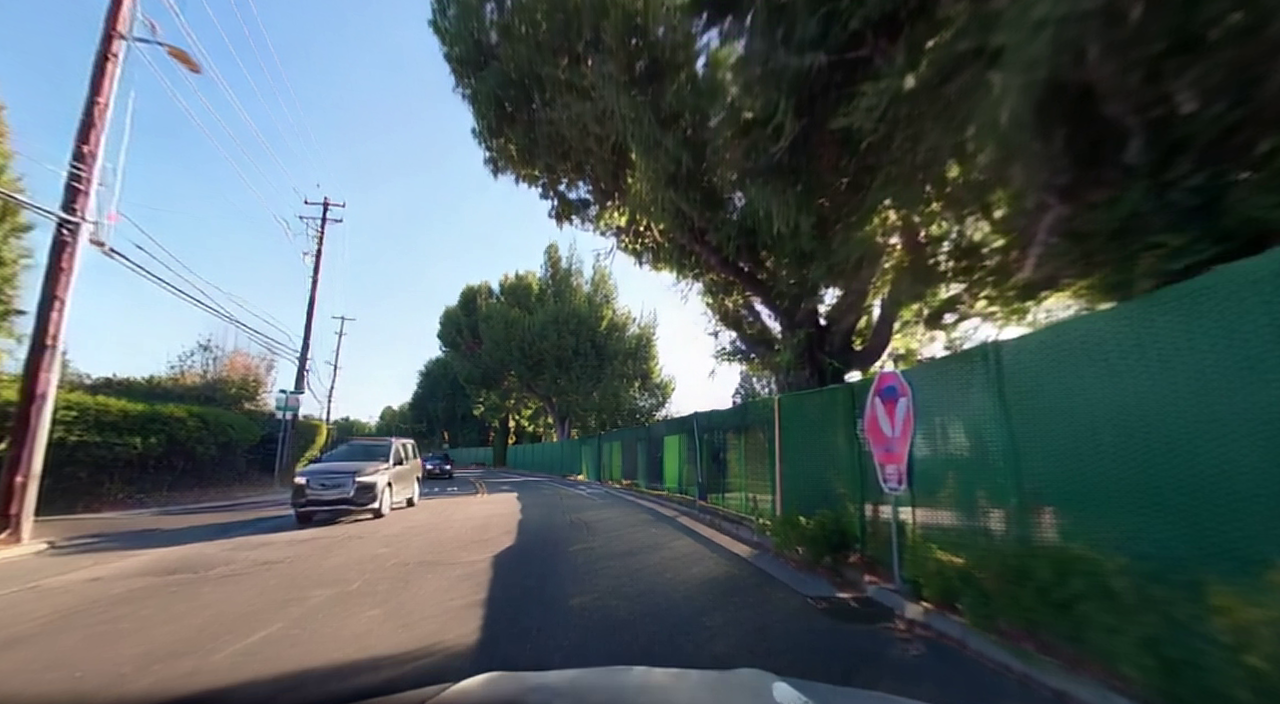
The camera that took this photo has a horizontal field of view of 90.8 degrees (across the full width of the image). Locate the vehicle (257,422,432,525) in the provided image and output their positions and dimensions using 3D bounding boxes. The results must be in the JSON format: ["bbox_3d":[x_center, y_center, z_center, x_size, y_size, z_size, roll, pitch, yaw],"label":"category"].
[{"bbox_3d":[-6.237,2.594,13.994,2.185,1.901,4.177,1,-9,-6],"label":"vehicle"}]
